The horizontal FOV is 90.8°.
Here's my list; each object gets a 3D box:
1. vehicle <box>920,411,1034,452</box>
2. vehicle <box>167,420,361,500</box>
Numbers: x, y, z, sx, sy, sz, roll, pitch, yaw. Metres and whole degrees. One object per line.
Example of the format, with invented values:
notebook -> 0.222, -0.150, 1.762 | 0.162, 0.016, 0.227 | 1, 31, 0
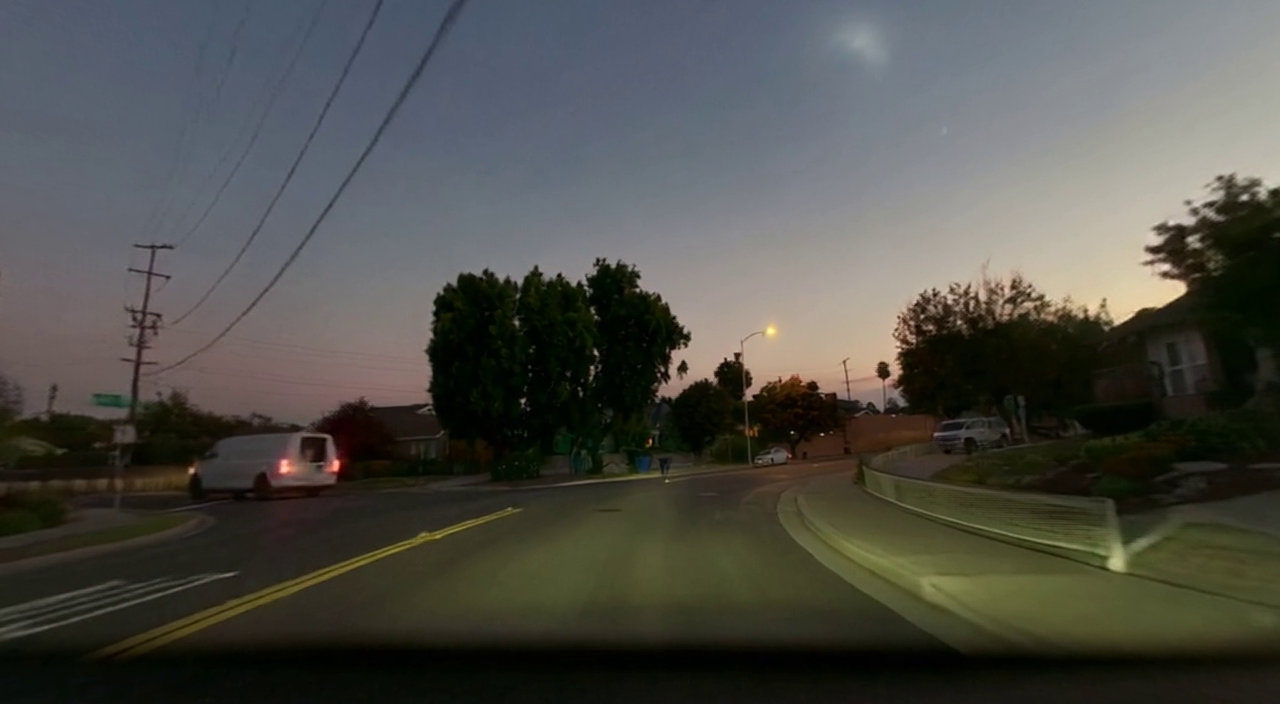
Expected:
vehicle -> 18.493, 4.469, 34.864 | 2.056, 2.014, 5.011 | 7, -12, -42
vehicle -> -16.159, 4.581, 27.172 | 7.559, 3.058, 2.929 | -3, -9, 21
